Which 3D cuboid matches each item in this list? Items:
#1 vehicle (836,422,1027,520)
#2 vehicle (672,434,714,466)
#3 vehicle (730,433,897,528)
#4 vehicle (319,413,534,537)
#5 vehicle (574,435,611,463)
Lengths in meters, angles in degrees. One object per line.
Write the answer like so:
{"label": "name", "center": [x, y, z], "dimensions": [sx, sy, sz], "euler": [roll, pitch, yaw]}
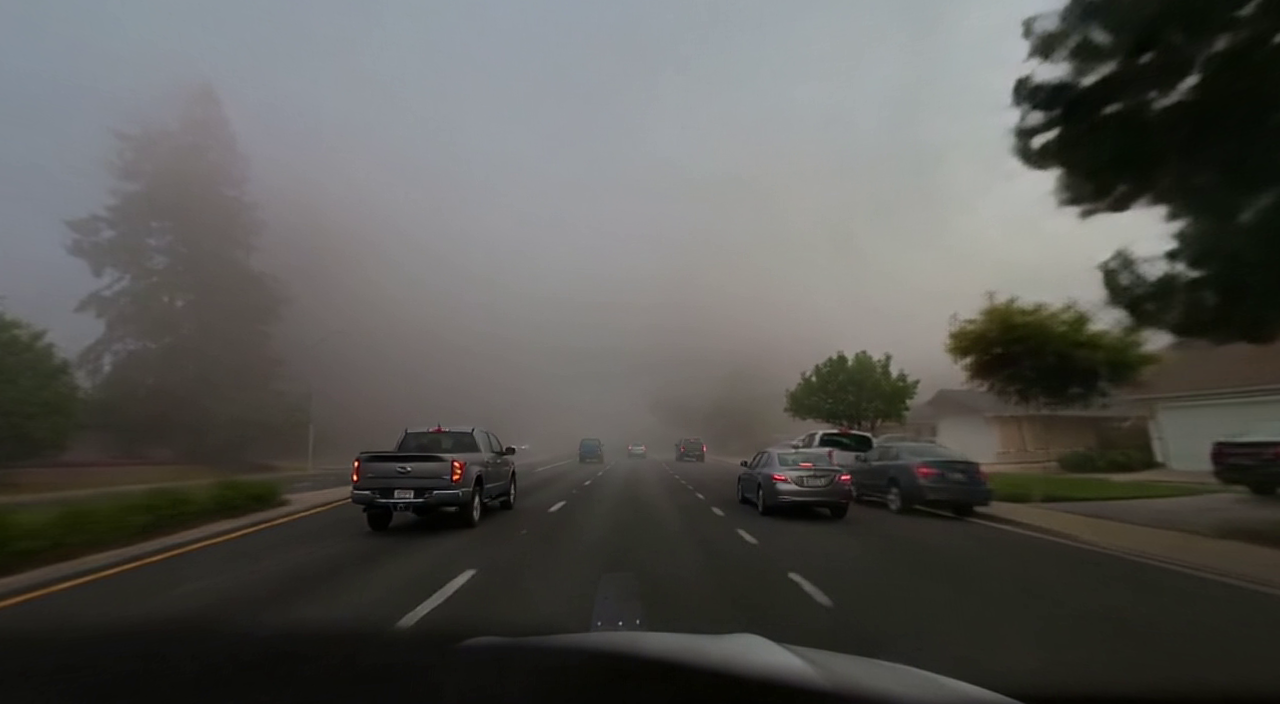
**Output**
{"label": "vehicle", "center": [6.334, 2.624, 14.554], "dimensions": [2.031, 1.837, 4.822], "euler": [0, -8, -1]}
{"label": "vehicle", "center": [3.208, 6.033, 39.146], "dimensions": [2.099, 1.845, 4.363], "euler": [0, -8, -2]}
{"label": "vehicle", "center": [3.032, 2.324, 12.076], "dimensions": [1.884, 1.463, 4.195], "euler": [0, -8, -2]}
{"label": "vehicle", "center": [-3.490, 2.134, 11.705], "dimensions": [2.111, 1.745, 5.274], "euler": [0, -8, 0]}
{"label": "vehicle", "center": [-3.279, 6.747, 44.082], "dimensions": [2.218, 1.829, 4.492], "euler": [0, -8, 0]}
